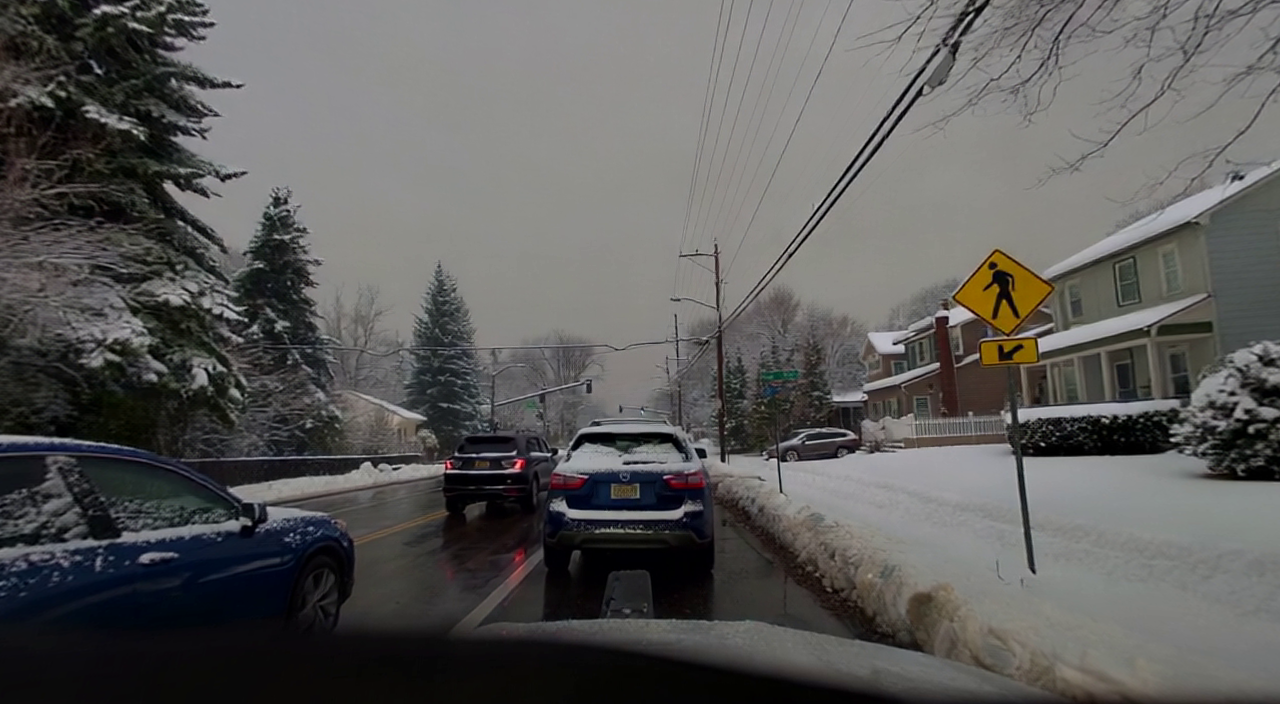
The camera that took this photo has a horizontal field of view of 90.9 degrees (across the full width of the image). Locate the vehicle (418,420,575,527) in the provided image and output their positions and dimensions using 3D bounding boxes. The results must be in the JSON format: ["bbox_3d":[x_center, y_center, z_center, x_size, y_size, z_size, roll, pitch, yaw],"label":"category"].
[{"bbox_3d":[-2.574,2.303,12.482,2.000,1.737,4.133,0,-9,2],"label":"vehicle"}]

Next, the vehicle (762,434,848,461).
[{"bbox_3d":[9.320,5.439,35.852,4.456,1.504,1.914,-1,-9,6],"label":"vehicle"}]

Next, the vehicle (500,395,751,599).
[{"bbox_3d":[-0.130,1.520,7.369,2.120,1.718,3.909,0,-9,0],"label":"vehicle"}]

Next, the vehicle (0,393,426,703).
[{"bbox_3d":[-2.866,1.036,2.985,1.968,1.472,4.685,0,-9,1],"label":"vehicle"}]
